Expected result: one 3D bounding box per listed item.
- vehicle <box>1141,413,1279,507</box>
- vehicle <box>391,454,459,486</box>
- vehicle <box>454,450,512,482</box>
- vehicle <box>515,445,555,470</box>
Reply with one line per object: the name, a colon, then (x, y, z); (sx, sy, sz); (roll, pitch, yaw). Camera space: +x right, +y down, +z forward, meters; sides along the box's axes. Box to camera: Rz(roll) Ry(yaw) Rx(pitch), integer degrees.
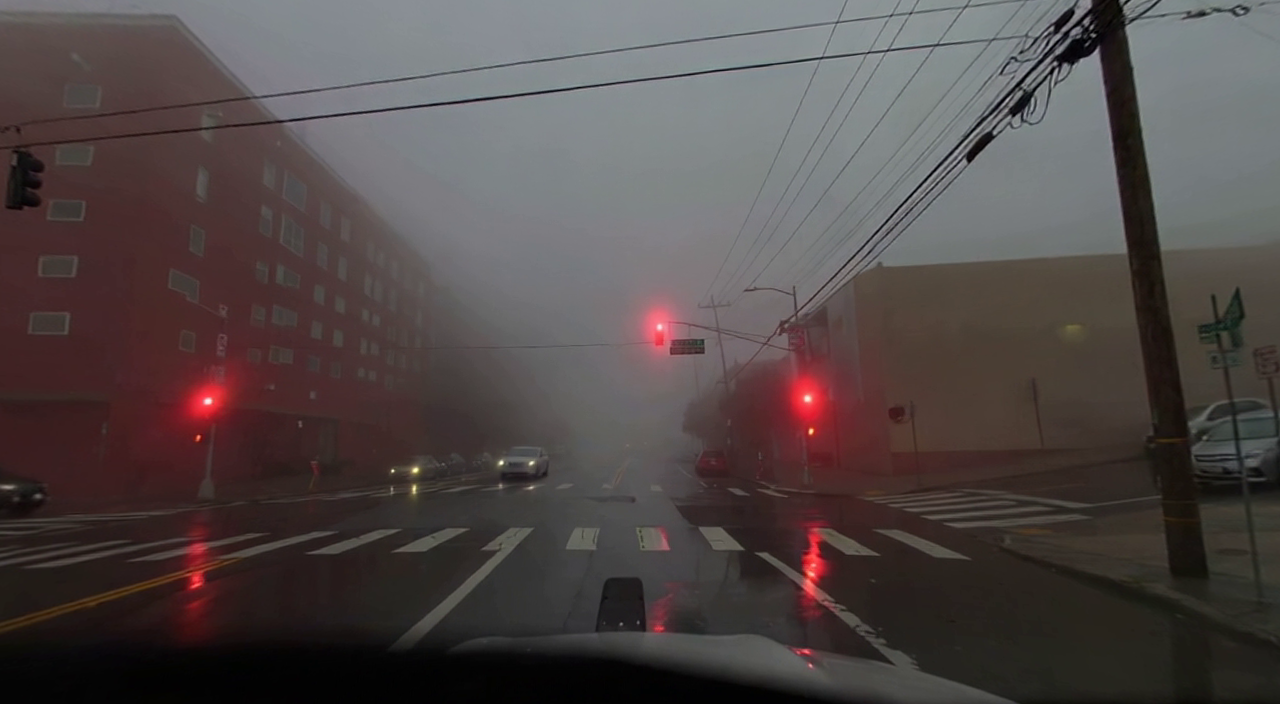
vehicle: (12.691, 2.173, 12.811); (3.234, 1.746, 1.941); (-1, -9, 2)
vehicle: (-12.033, 6.612, 35.630); (1.943, 1.574, 4.727); (0, -9, 3)
vehicle: (-8.697, 6.310, 35.181); (2.020, 1.672, 3.842); (0, -9, 3)
vehicle: (-8.131, 8.257, 49.335); (2.096, 1.830, 4.752); (0, -9, 3)
